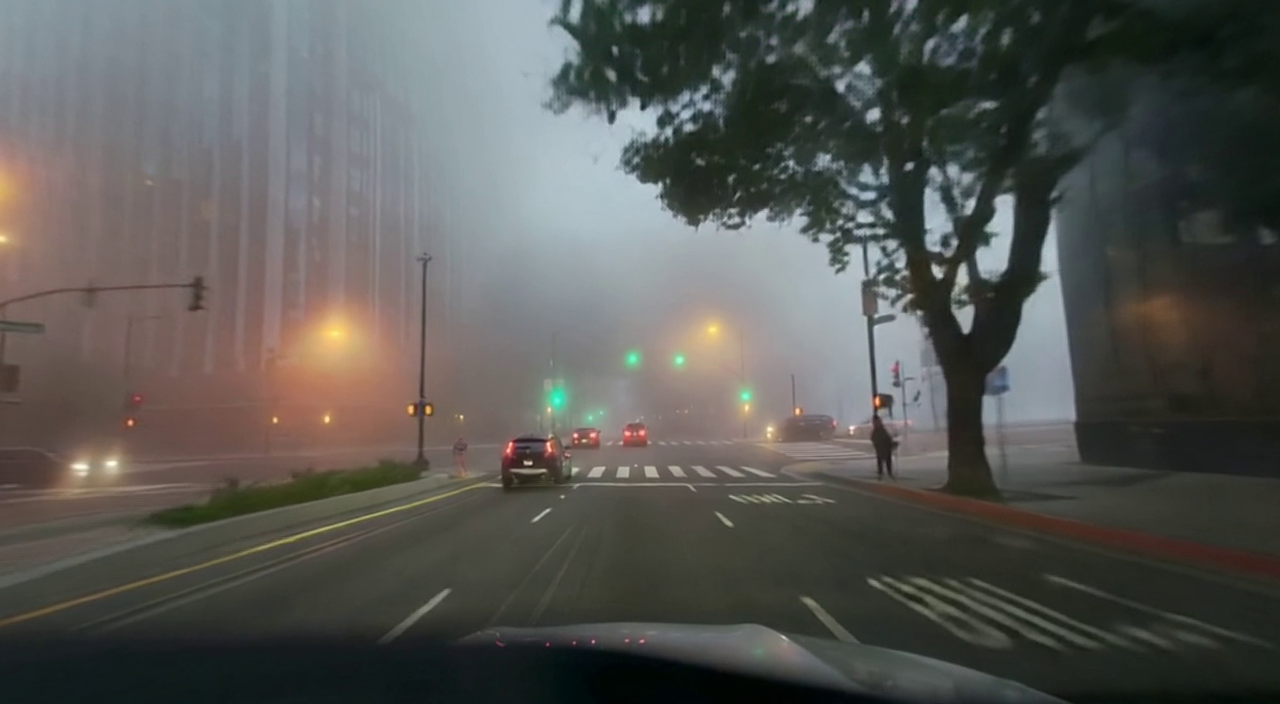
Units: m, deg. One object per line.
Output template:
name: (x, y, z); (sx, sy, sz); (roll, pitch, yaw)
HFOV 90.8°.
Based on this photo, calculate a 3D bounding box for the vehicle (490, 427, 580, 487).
vehicle: (-3.287, 3.401, 20.738); (2.116, 1.725, 4.315); (0, -8, 1)

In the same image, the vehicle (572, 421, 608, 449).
vehicle: (-3.424, 5.849, 44.279); (2.152, 1.802, 4.628); (0, -8, 0)

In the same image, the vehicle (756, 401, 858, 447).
vehicle: (11.766, 5.109, 44.808); (6.233, 2.668, 2.627); (-4, -8, -3)

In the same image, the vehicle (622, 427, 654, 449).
vehicle: (-0.170, 6.032, 44.252); (2.095, 1.438, 3.843); (0, -8, -1)

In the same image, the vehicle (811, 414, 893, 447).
vehicle: (13.158, 4.877, 39.427); (4.328, 1.742, 1.942); (-3, -5, -1)
